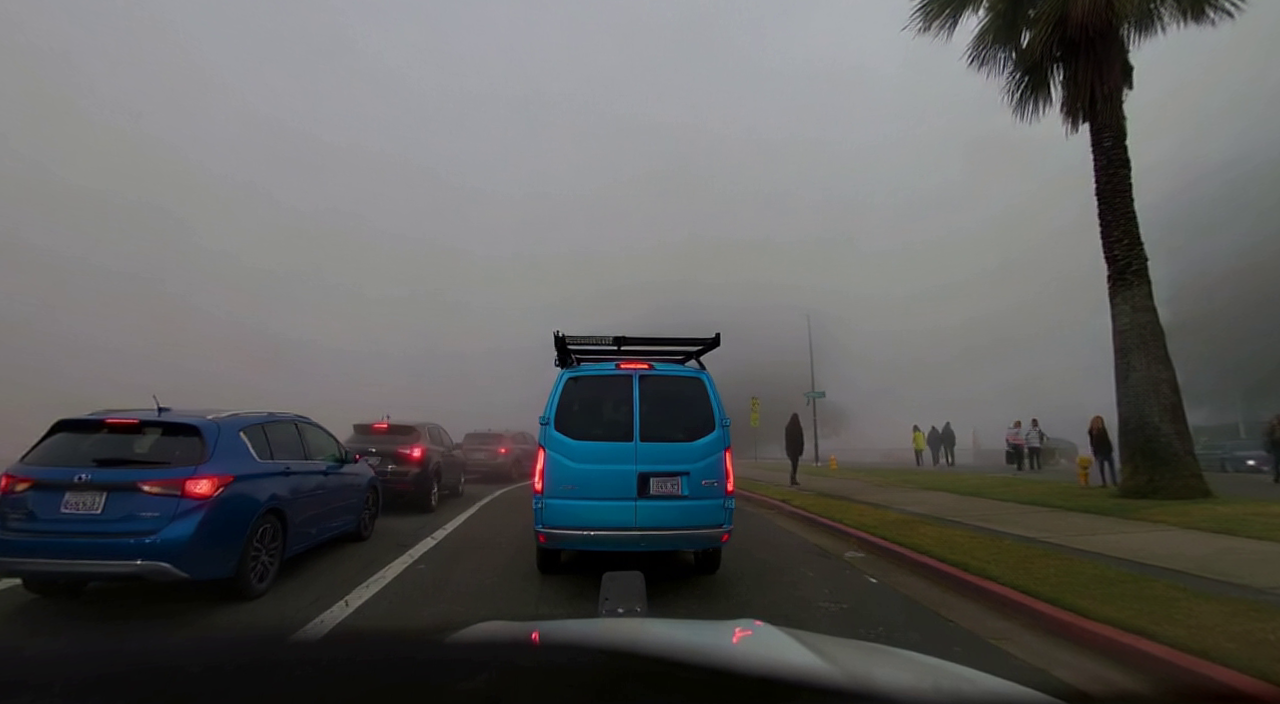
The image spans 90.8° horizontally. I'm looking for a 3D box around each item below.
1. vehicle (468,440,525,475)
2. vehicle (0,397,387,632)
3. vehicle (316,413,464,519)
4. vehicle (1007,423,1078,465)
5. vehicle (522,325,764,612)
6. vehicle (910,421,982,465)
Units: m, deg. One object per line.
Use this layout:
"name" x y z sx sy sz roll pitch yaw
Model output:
"vehicle" -6.804 4.896 29.600 1.818 1.479 4.428 4 -9 -22
"vehicle" -4.376 1.470 6.689 1.986 1.643 4.315 1 -9 -6
"vehicle" -5.185 2.423 13.910 2.089 1.854 5.022 2 -9 -11
"vehicle" 15.822 3.616 24.734 2.048 1.475 3.972 -6 -10 34
"vehicle" -0.185 1.219 7.198 1.902 2.238 4.263 1 -9 -6
"vehicle" 12.678 3.764 26.058 2.046 1.675 3.924 -6 -10 33
